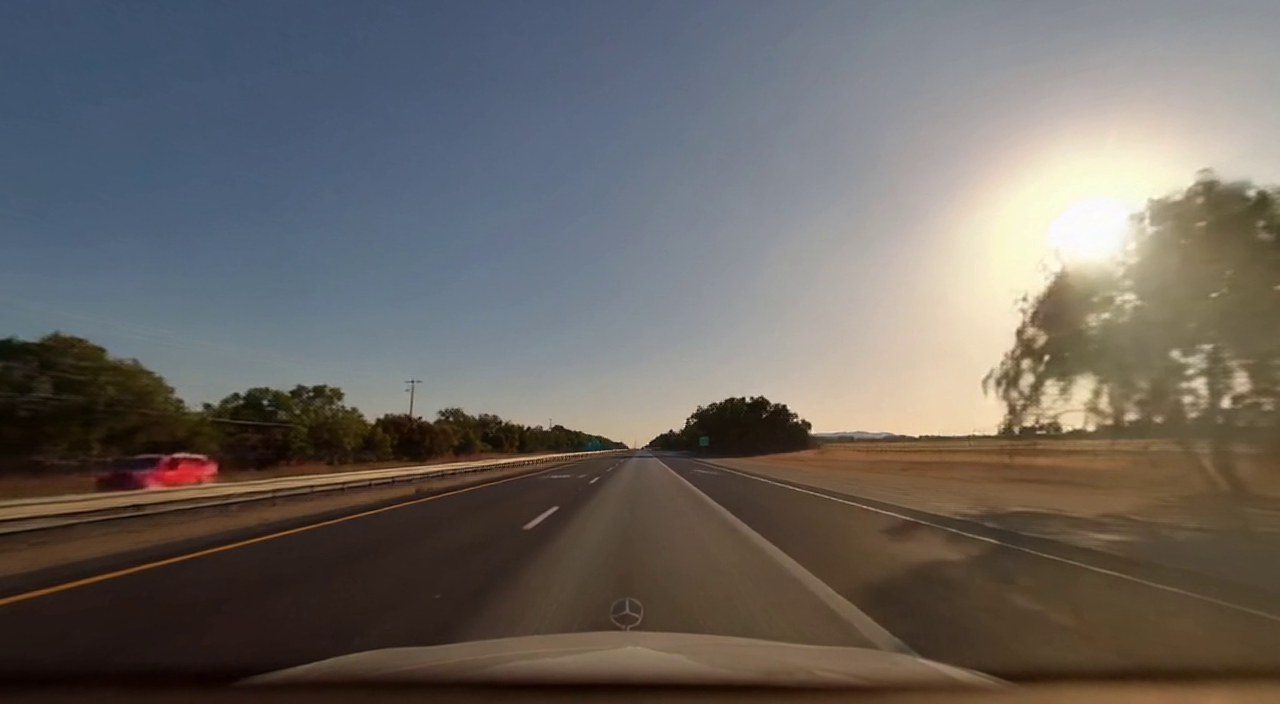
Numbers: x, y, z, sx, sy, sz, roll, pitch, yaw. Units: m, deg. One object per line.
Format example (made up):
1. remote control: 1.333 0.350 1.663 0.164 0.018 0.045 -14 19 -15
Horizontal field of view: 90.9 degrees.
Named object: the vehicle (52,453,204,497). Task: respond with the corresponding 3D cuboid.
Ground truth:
1. vehicle: -19.429 4.657 24.277 2.002 1.484 4.598 0 -9 0
